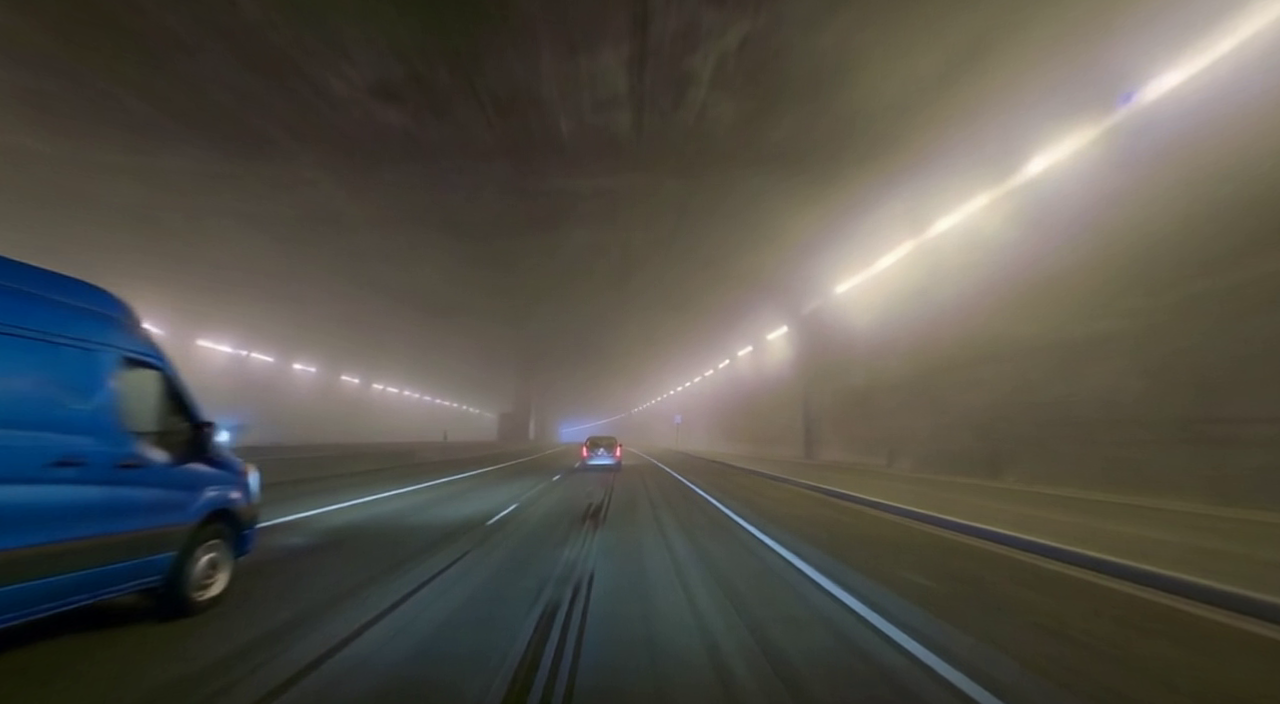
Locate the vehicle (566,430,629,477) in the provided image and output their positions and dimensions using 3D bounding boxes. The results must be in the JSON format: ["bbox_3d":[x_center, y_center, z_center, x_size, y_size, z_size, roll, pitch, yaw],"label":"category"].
[{"bbox_3d":[-1.448,3.649,22.985,2.095,1.553,4.069,0,-8,-1],"label":"vehicle"}]

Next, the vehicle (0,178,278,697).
[{"bbox_3d":[-4.259,0.352,2.547,2.404,2.459,5.229,0,-8,0],"label":"vehicle"}]
